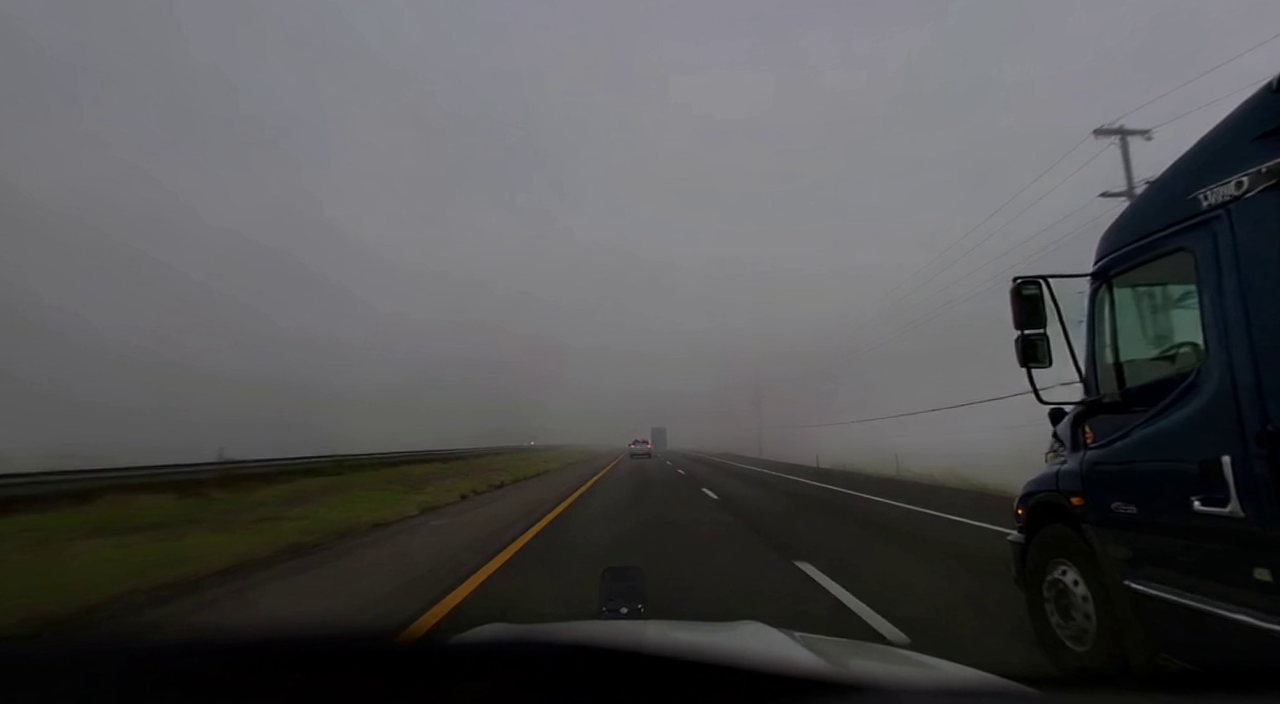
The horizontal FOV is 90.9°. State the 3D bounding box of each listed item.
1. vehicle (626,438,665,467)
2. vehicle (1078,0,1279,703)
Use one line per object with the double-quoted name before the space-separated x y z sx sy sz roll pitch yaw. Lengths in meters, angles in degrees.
"vehicle" 0.290 5.937 37.453 2.192 1.556 4.132 0 -8 0
"vehicle" 4.335 -0.583 0.526 3.182 4.424 6.324 -1 -8 1
